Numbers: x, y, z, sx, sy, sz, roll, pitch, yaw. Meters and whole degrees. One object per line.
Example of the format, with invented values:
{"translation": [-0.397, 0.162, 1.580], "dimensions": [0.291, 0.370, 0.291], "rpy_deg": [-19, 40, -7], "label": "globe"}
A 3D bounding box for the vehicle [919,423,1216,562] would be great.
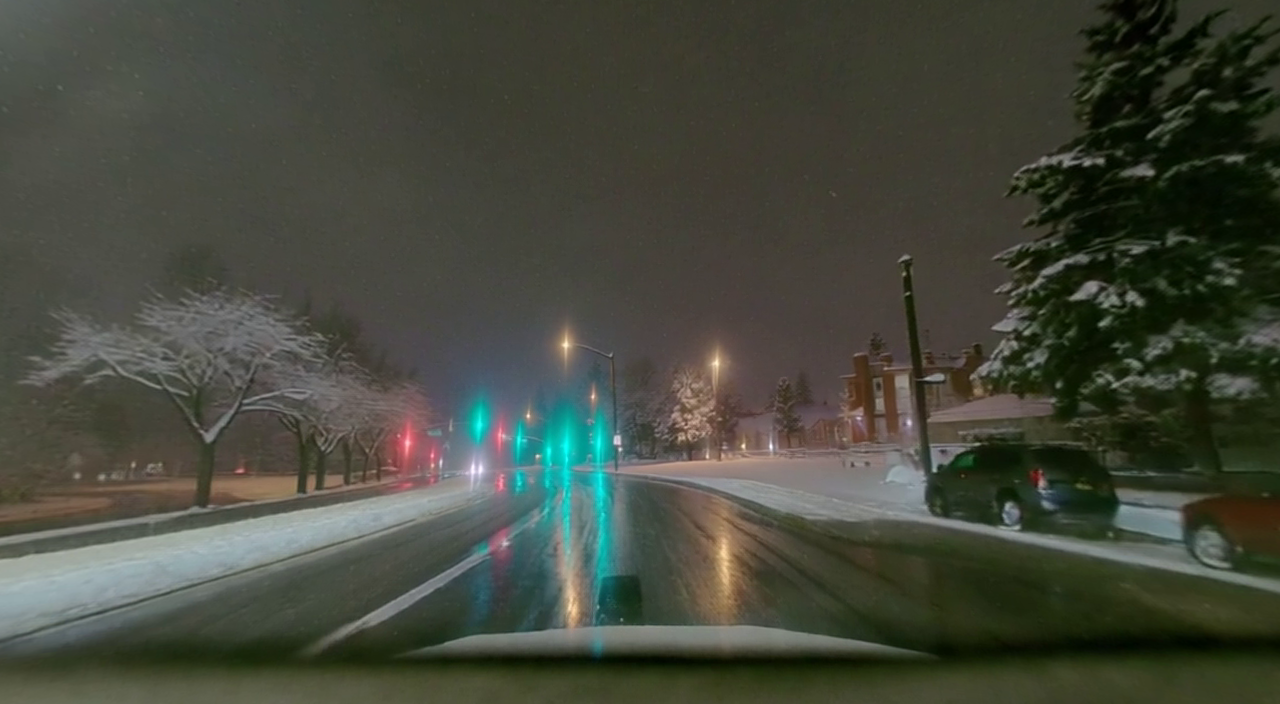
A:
{"translation": [7.697, 2.545, 12.364], "dimensions": [2.456, 2.057, 5.270], "rpy_deg": [-3, -8, 6], "label": "vehicle"}

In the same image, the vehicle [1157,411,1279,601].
{"translation": [7.560, 1.405, 5.381], "dimensions": [2.193, 1.872, 4.684], "rpy_deg": [-3, -7, -1], "label": "vehicle"}
